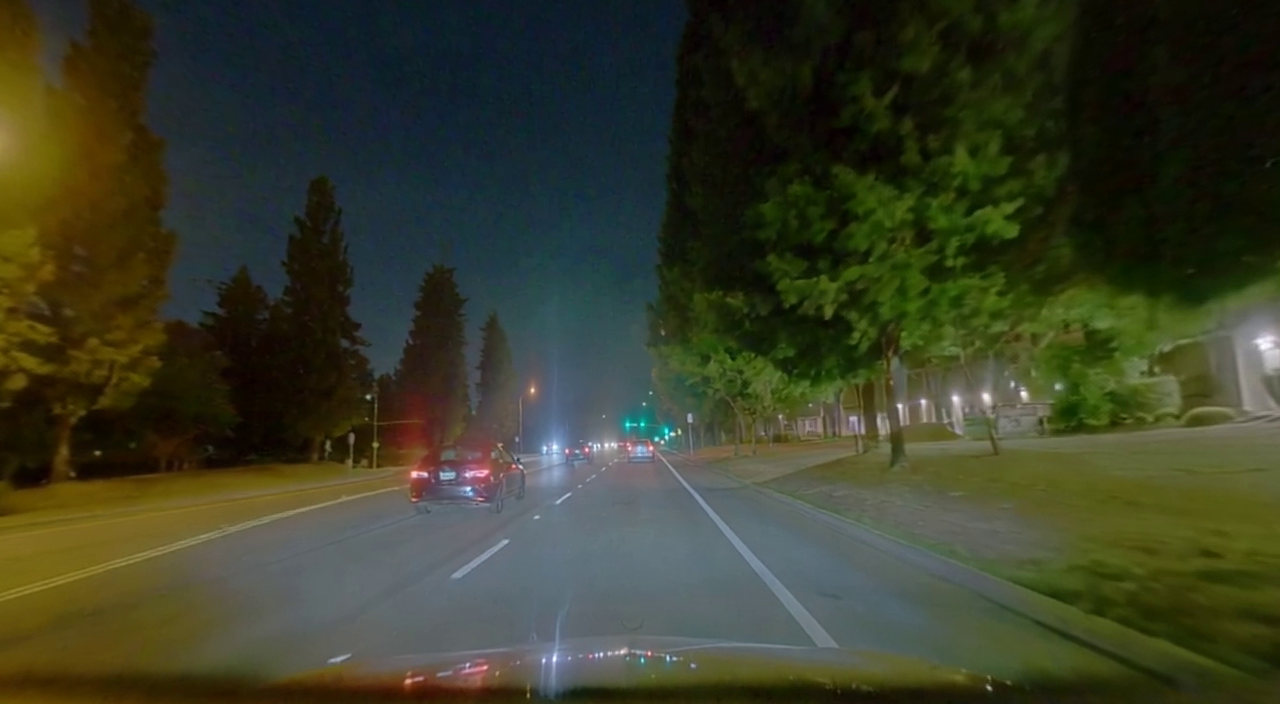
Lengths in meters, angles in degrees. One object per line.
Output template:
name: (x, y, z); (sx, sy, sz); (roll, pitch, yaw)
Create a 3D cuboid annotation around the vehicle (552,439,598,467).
vehicle: (-3.573, 5.643, 35.365); (2.114, 1.500, 3.912); (0, -8, 0)

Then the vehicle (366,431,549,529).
vehicle: (-3.078, 2.260, 11.761); (2.030, 1.467, 4.403); (0, -8, 1)

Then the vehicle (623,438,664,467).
vehicle: (0.177, 5.390, 33.879); (2.065, 1.456, 4.099); (0, -8, 0)
